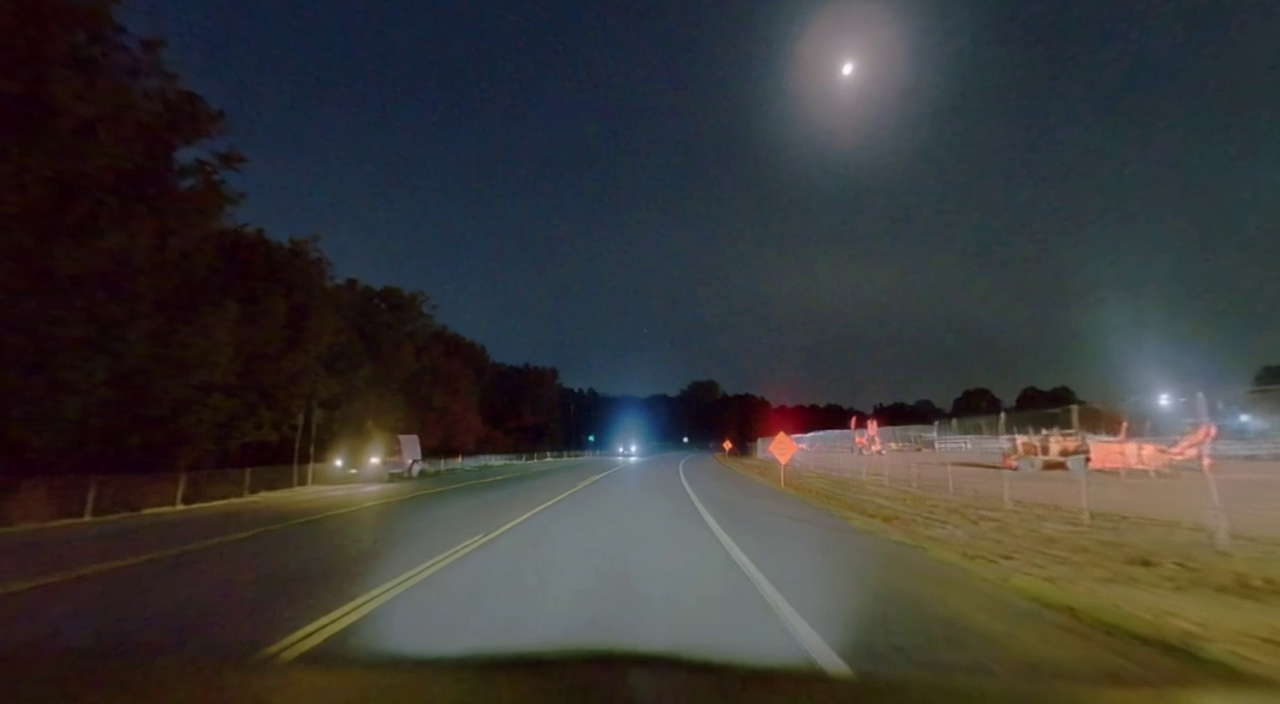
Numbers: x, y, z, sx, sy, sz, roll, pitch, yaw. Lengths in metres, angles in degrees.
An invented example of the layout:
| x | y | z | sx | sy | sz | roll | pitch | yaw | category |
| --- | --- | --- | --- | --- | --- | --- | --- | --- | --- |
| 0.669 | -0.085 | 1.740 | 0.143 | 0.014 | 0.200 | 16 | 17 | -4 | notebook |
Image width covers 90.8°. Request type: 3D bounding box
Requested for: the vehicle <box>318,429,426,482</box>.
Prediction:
| x | y | z | sx | sy | sz | roll | pitch | yaw | category |
| --- | --- | --- | --- | --- | --- | --- | --- | --- | --- |
| -11.694 | 4.574 | 28.228 | 2.244 | 2.022 | 6.102 | -2 | -8 | -1 | vehicle |
